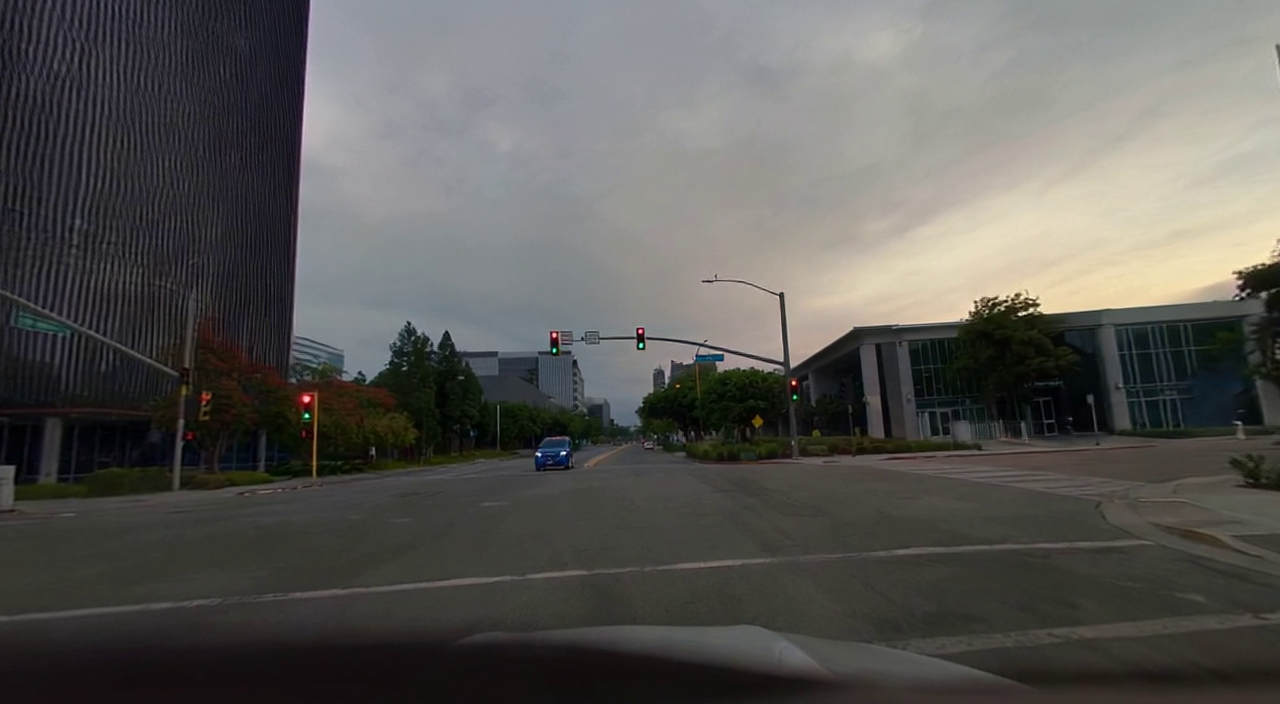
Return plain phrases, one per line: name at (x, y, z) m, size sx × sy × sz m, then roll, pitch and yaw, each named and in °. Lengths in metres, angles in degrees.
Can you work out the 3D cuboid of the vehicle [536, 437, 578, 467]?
vehicle at (-4.845, 5.907, 37.458) m, size 1.988 × 1.666 × 4.074 m, roll 0°, pitch -9°, yaw 0°
